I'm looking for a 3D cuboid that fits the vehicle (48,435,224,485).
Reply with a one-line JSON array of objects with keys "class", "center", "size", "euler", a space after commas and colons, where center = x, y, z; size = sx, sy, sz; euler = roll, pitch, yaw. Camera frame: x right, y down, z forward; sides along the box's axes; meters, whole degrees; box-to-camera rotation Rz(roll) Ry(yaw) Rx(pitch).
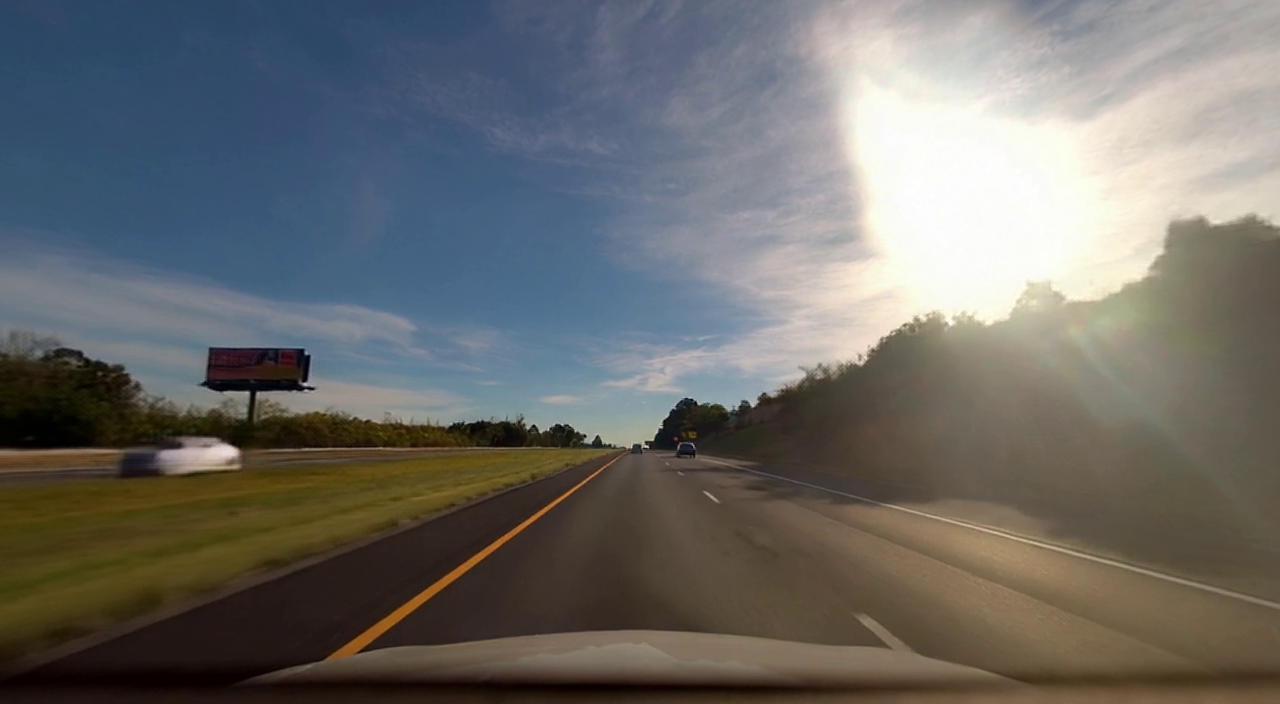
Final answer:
[{"class": "vehicle", "center": [-17.448, 3.754, 22.285], "size": [2.123, 1.526, 4.995], "euler": [0, -8, 0]}]
